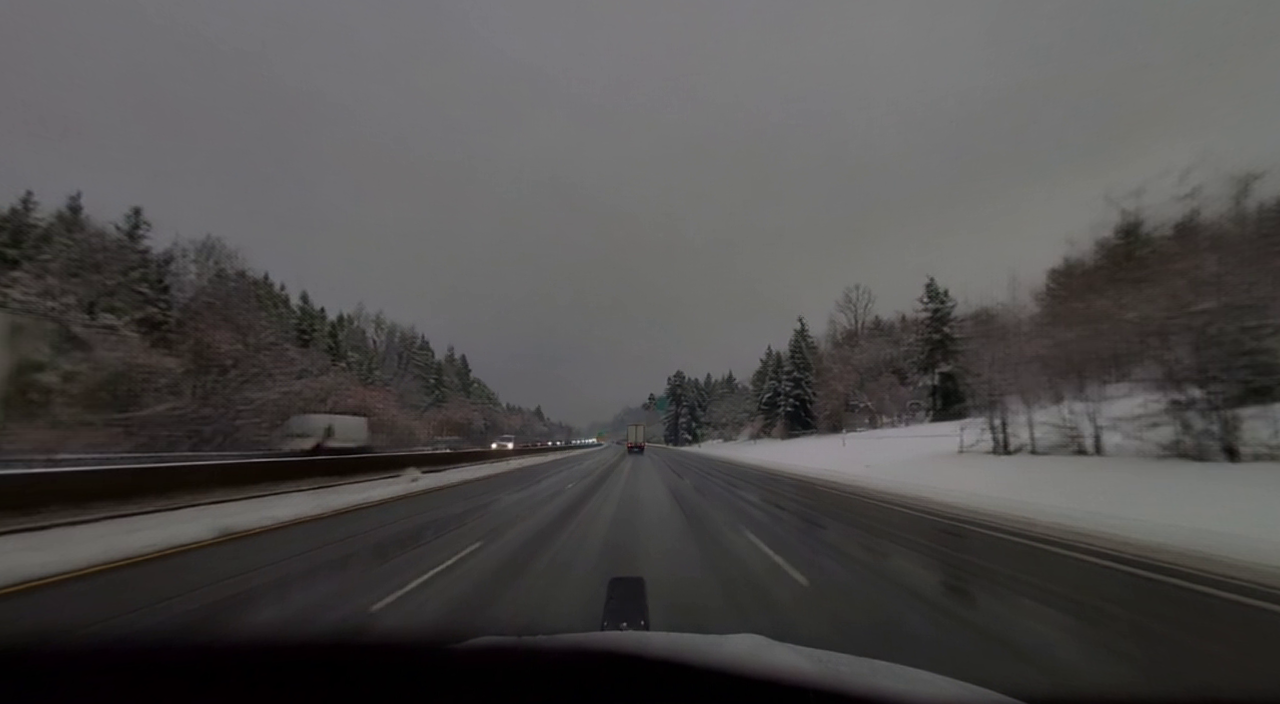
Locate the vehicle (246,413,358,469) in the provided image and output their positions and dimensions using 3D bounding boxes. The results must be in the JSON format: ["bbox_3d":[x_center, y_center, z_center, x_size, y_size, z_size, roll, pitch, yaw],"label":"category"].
[{"bbox_3d":[-15.350,4.102,28.998,2.252,2.301,5.183,0,-8,0],"label":"vehicle"}]

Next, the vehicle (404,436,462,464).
[{"bbox_3d":[-11.763,5.597,36.034,1.870,1.491,4.088,0,-8,0],"label":"vehicle"}]
